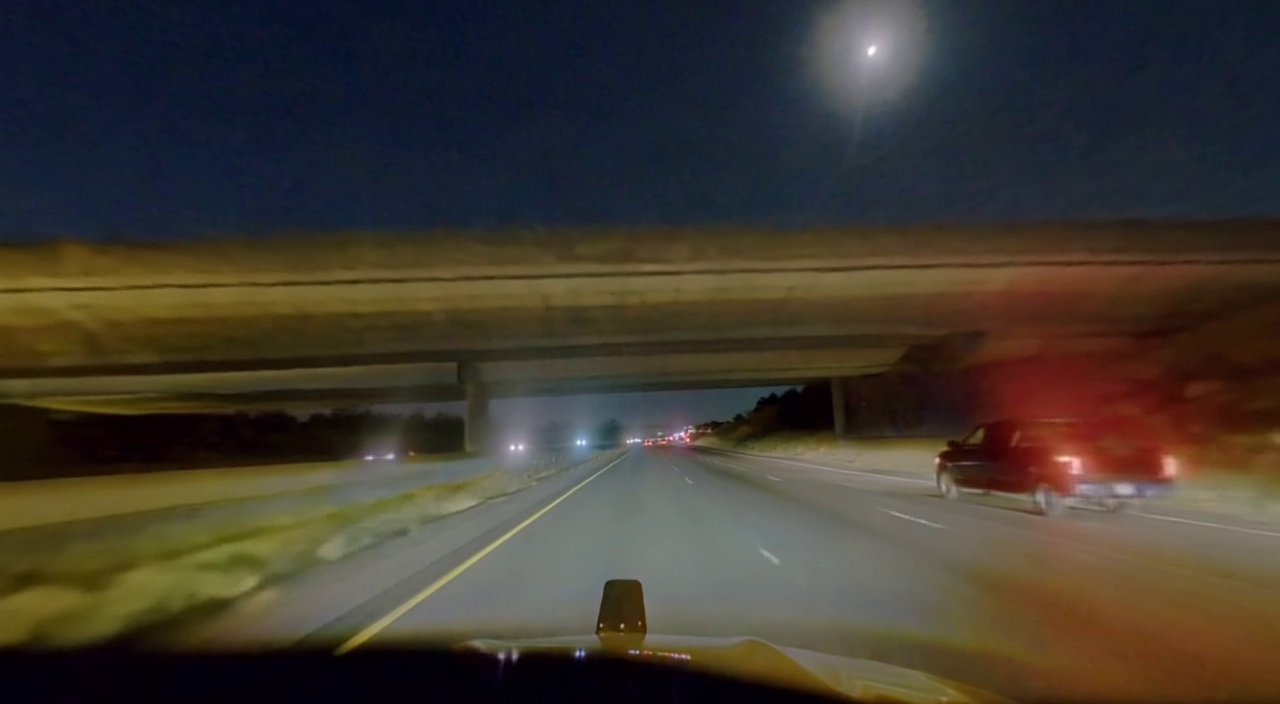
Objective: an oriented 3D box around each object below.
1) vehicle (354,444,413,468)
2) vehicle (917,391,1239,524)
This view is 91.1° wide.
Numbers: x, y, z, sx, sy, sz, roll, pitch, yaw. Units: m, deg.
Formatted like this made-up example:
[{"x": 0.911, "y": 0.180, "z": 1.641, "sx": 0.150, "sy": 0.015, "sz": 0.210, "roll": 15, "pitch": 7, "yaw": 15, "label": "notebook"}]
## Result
[{"x": -16.870, "y": 6.851, "z": 41.528, "sx": 1.937, "sy": 1.466, "sz": 4.375, "roll": 0, "pitch": -8, "yaw": 1, "label": "vehicle"}, {"x": 7.954, "y": 2.019, "z": 12.427, "sx": 2.362, "sy": 2.037, "sz": 5.409, "roll": 0, "pitch": -8, "yaw": -1, "label": "vehicle"}]
